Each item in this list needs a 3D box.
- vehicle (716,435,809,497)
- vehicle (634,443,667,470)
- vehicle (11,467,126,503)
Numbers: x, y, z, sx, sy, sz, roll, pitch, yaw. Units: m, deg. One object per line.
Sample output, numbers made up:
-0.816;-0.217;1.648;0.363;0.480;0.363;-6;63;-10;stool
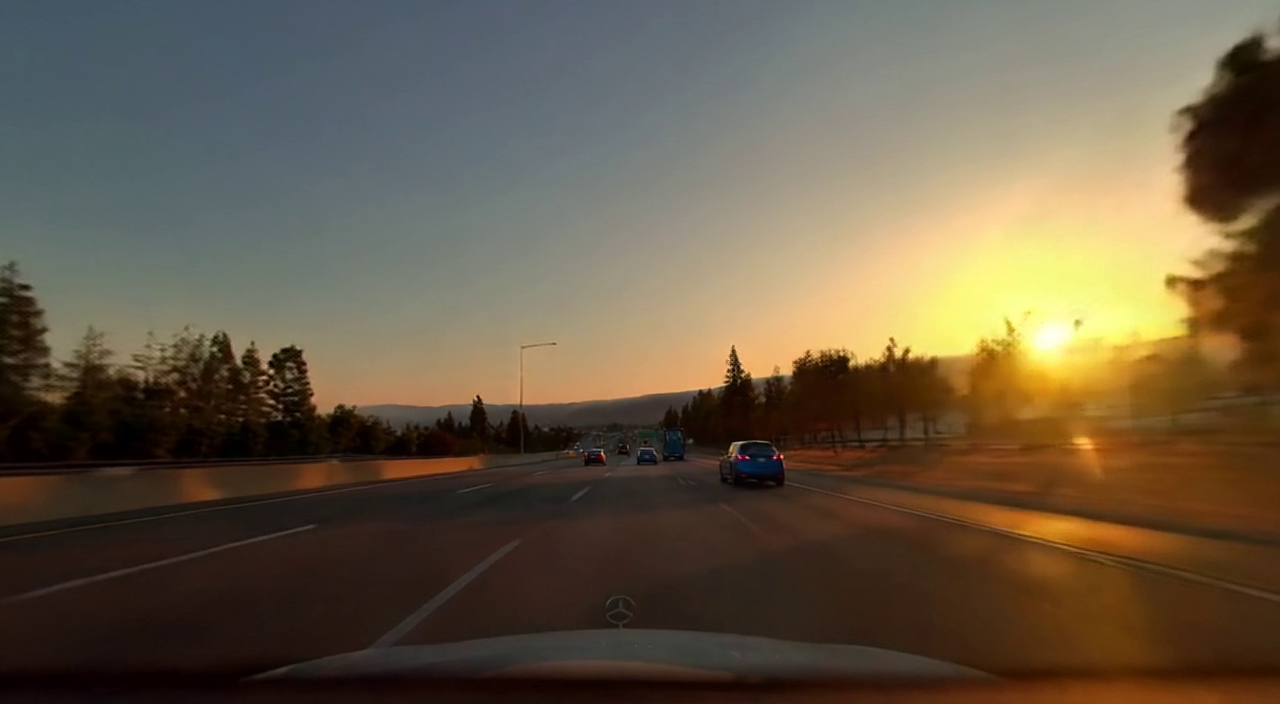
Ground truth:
3.758;3.585;20.179;2.082;1.720;4.393;0;-9;0;vehicle
0.696;7.290;44.210;2.205;1.785;4.423;0;-9;0;vehicle
-29.082;6.760;32.245;1.879;1.549;4.150;0;-9;1;vehicle
